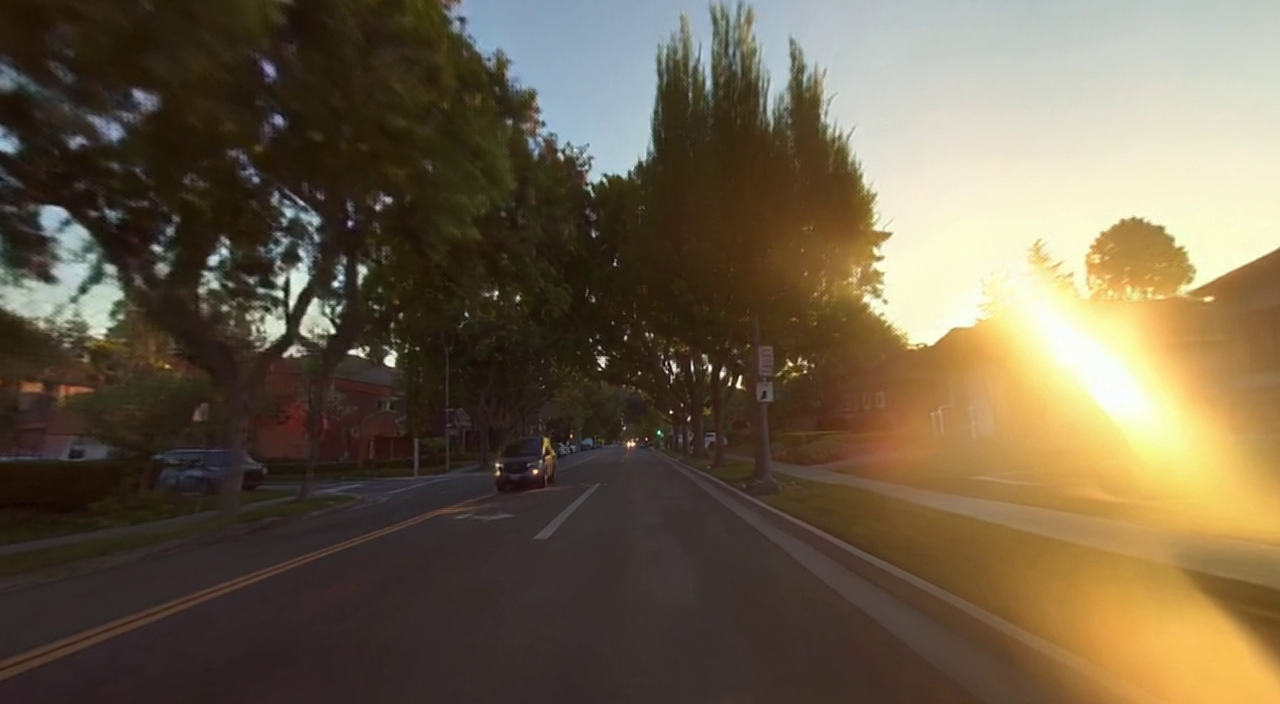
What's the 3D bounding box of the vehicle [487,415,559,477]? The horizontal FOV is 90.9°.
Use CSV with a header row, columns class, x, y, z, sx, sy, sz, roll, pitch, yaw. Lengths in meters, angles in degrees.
class,x,y,z,sx,sy,sz,roll,pitch,yaw
vehicle,-5.654,4.688,31.420,2.303,2.760,5.868,-1,-8,2
